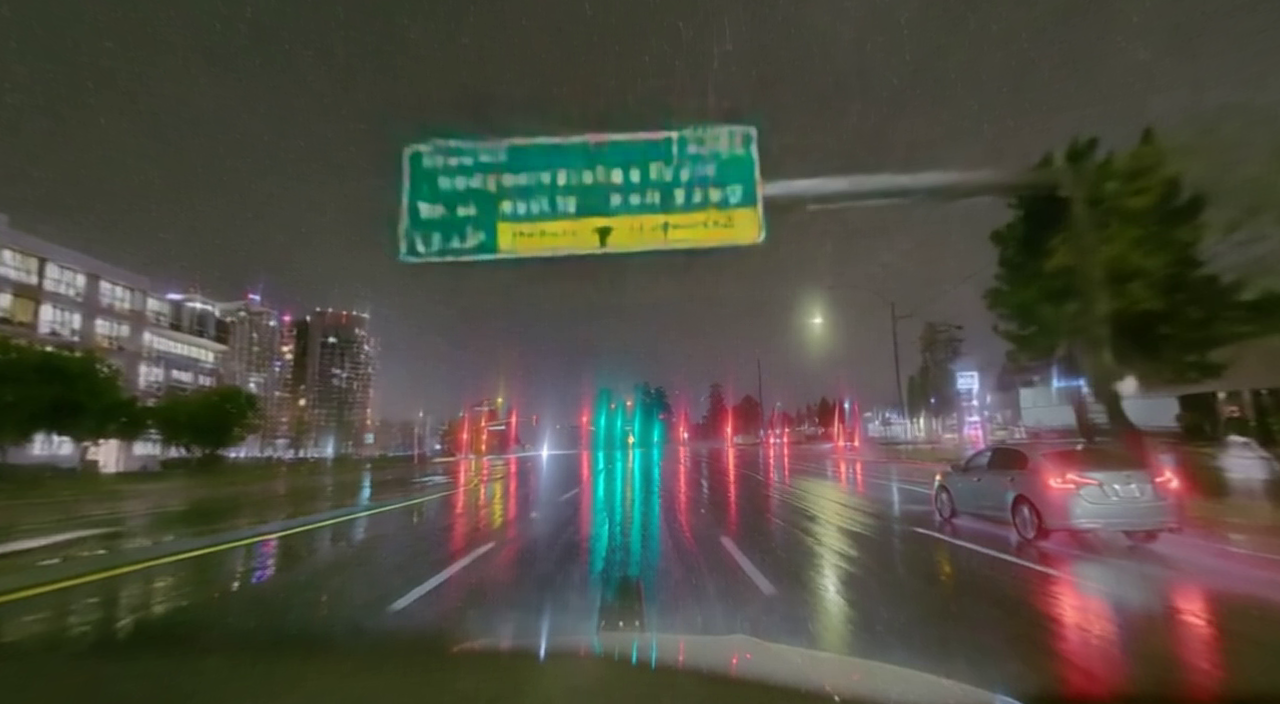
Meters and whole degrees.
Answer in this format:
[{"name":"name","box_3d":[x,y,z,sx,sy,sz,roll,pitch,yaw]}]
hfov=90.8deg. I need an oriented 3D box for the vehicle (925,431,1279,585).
[{"name":"vehicle","box_3d":[5.944,1.870,8.513,2.070,1.491,4.575,0,-9,0]}]
